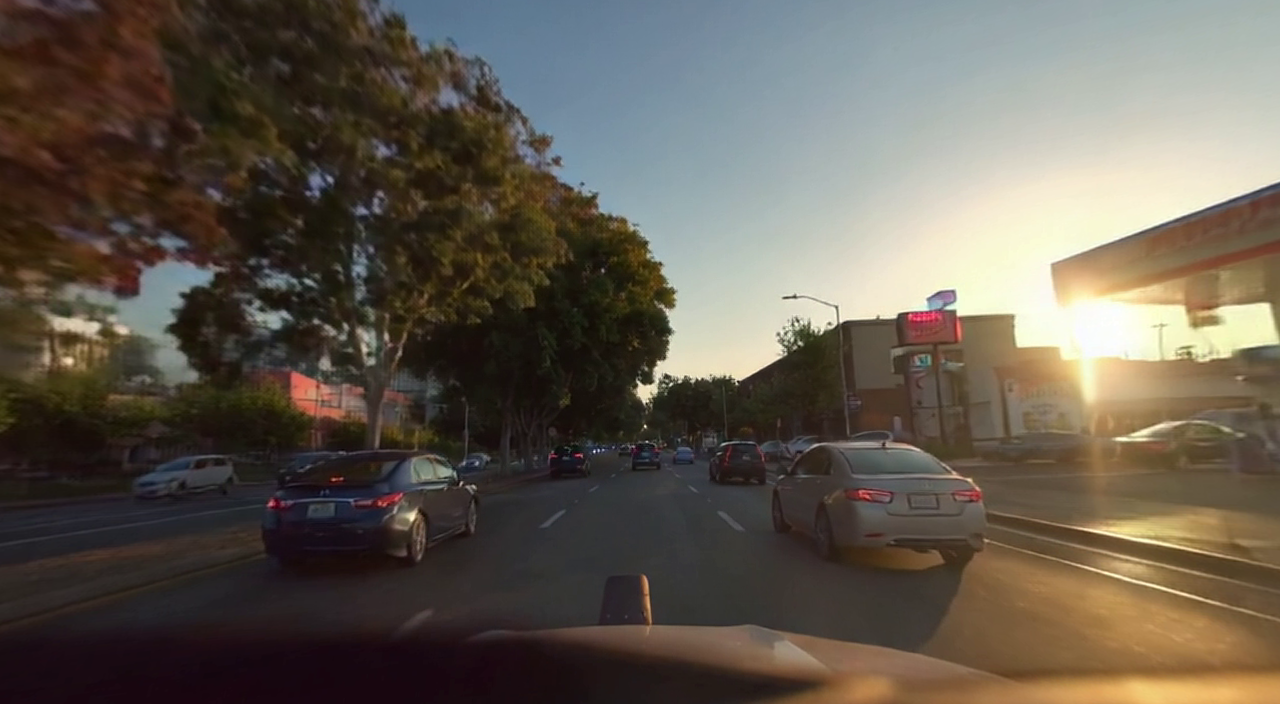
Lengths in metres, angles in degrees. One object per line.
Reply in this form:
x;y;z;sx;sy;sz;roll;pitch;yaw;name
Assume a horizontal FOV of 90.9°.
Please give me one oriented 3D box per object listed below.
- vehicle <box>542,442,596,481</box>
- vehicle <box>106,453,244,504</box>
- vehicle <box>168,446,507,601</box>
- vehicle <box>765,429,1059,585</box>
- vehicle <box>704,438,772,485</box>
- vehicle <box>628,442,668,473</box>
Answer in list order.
-3.260;5.094;29.616;1.988;1.645;3.995;0;-8;1;vehicle
-18.664;5.064;25.662;2.062;1.804;4.687;0;-8;-1;vehicle
-3.180;1.868;7.887;2.013;1.354;4.393;0;-8;1;vehicle
3.114;1.854;8.482;1.919;1.502;4.572;0;-8;0;vehicle
3.882;4.420;25.757;1.980;1.709;4.813;0;-8;0;vehicle
0.437;6.026;36.134;2.192;1.674;4.124;0;-8;0;vehicle
